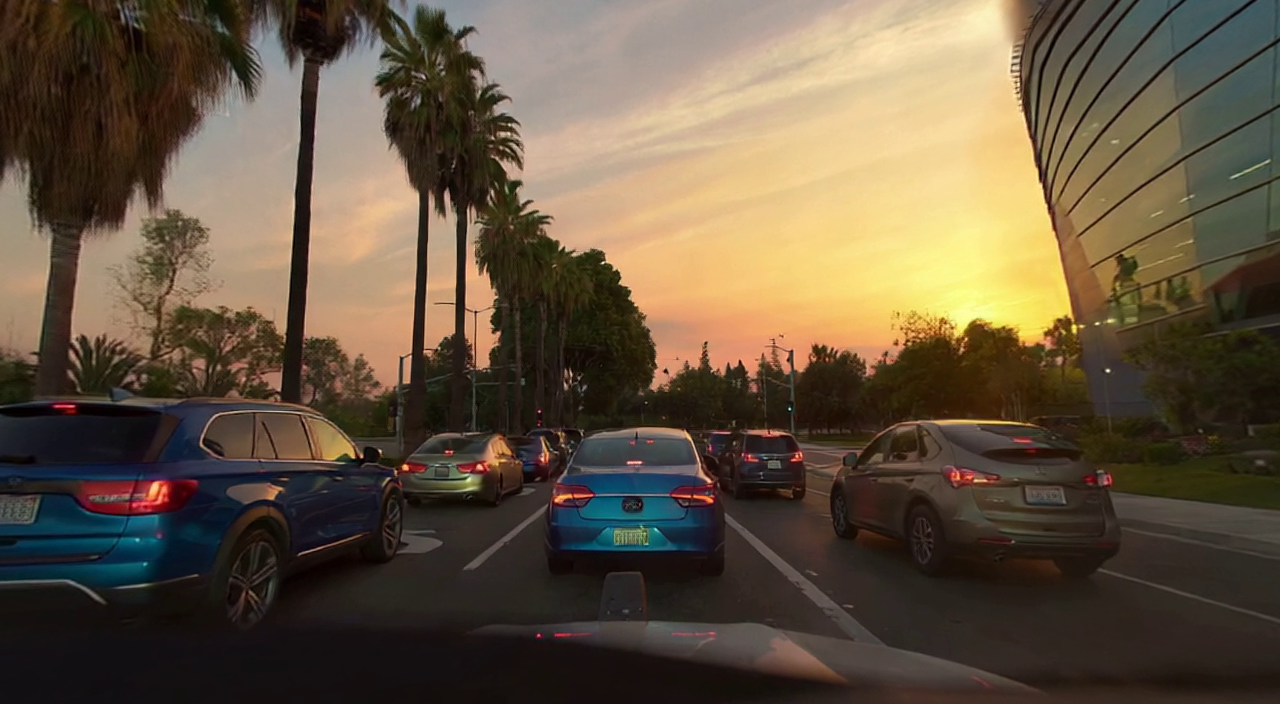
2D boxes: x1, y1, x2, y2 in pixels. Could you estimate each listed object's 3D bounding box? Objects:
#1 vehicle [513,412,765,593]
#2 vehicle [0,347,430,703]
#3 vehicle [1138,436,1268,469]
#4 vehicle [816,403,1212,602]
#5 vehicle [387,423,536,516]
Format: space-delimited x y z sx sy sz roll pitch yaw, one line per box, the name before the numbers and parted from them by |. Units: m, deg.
vehicle | -0.053 1.653 7.811 2.219 1.586 4.321 0 -8 -1
vehicle | -3.537 1.173 5.362 2.014 1.775 4.404 0 -8 -1
vehicle | 25.470 4.543 28.652 4.014 1.417 1.777 -1 -8 5
vehicle | 3.835 1.617 7.685 2.064 1.696 4.431 0 -8 0
vehicle | -3.469 2.357 13.074 1.917 1.631 3.768 0 -8 1
